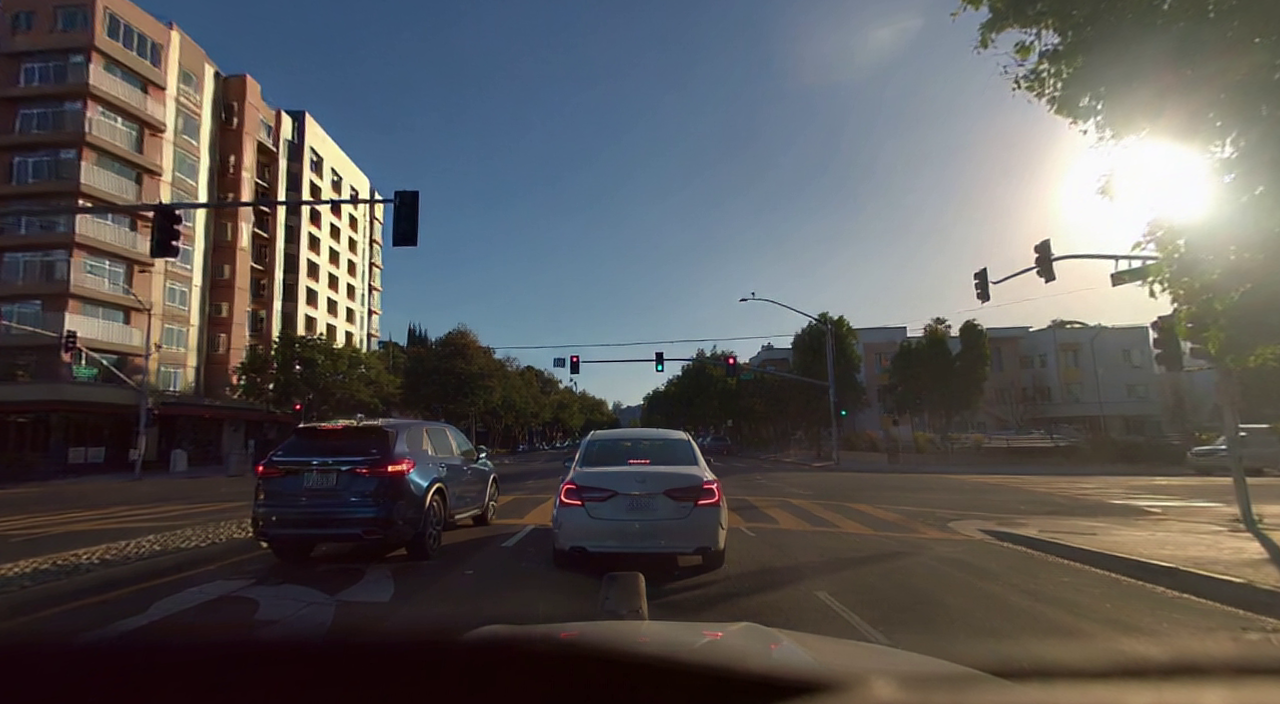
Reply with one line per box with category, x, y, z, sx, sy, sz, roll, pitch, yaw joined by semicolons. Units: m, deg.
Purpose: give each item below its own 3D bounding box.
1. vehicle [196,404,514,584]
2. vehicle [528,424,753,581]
vehicle;-3.186;1.688;8.344;2.081;1.719;4.434;0;-8;1
vehicle;0.016;1.756;8.154;2.190;1.522;3.850;0;-8;0
